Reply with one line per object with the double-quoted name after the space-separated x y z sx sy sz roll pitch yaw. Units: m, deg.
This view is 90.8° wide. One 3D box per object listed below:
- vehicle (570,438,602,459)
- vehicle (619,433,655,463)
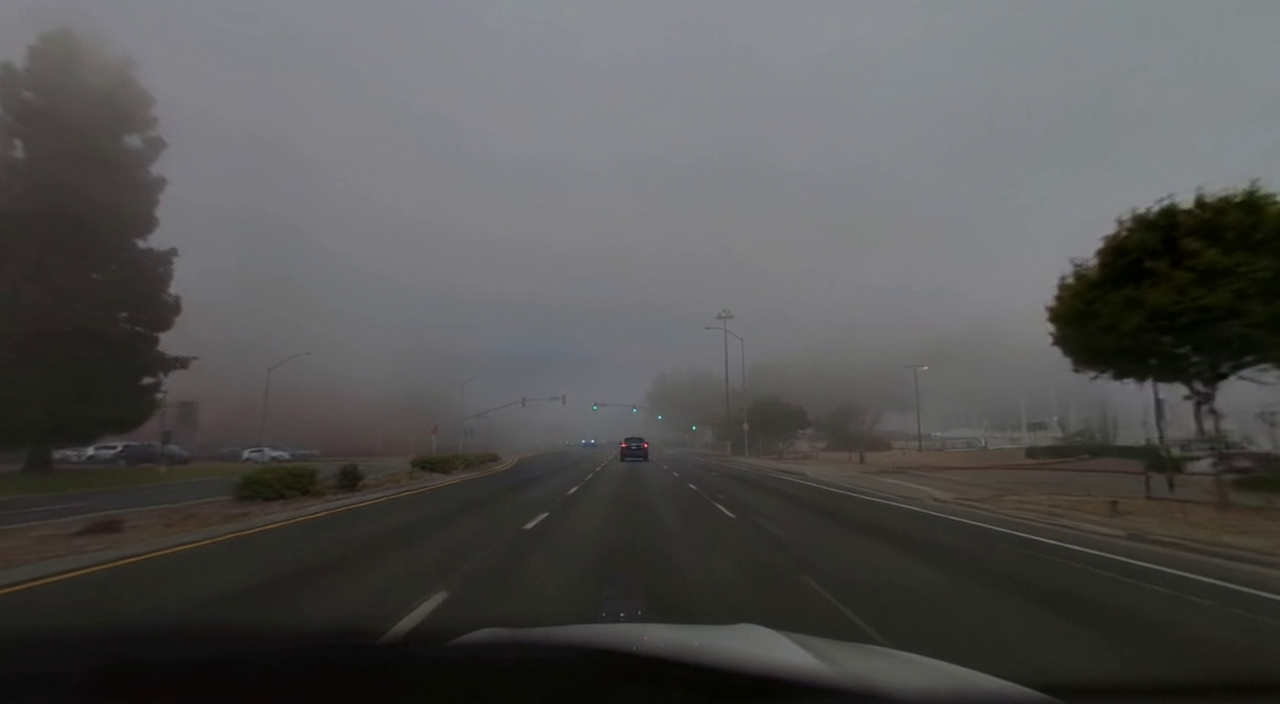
-4.041 7.327 48.060 2.075 1.474 4.367 0 -8 0 "vehicle"
-0.231 6.122 40.336 2.188 1.782 3.982 0 -8 -1 "vehicle"
